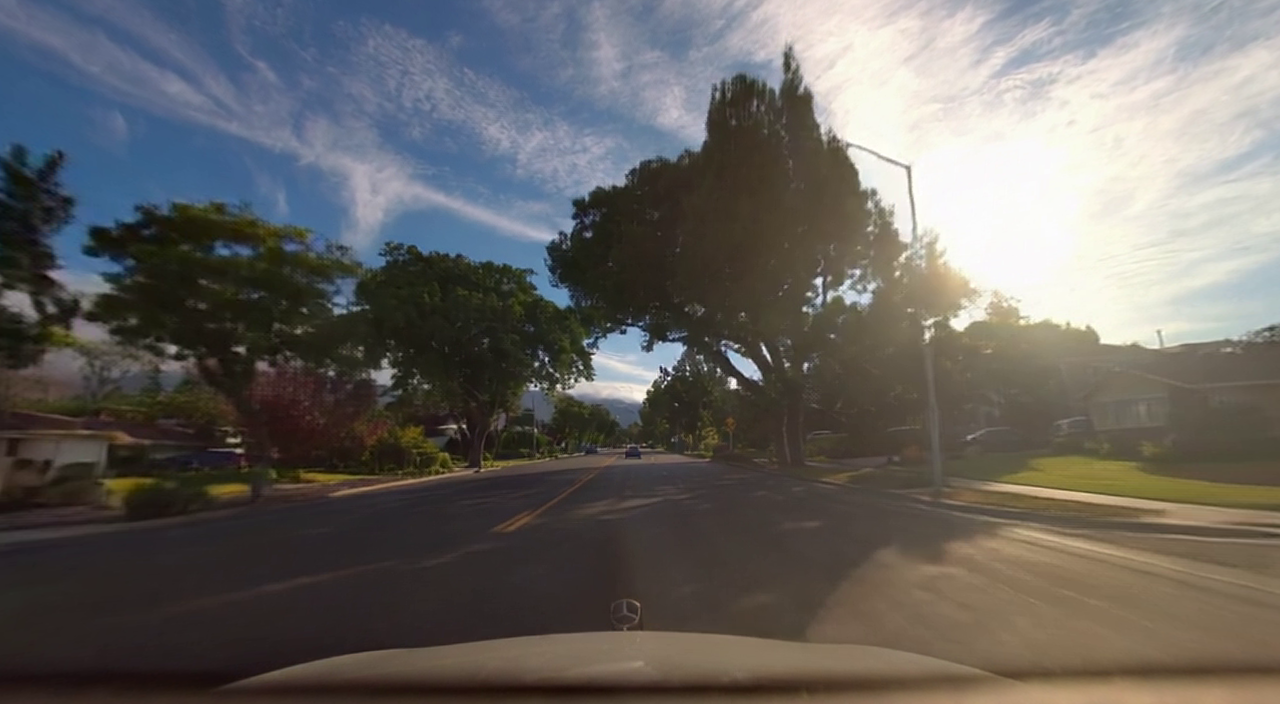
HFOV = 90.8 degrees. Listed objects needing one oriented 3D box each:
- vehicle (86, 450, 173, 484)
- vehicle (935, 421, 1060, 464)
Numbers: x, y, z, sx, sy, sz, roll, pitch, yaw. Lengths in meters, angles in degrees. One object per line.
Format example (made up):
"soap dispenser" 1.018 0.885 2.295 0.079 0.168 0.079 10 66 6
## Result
"vehicle" -28.153 6.308 34.834 4.542 1.700 2.201 -6 -10 31
"vehicle" 21.326 5.455 37.865 6.048 2.416 2.158 -1 -9 1
